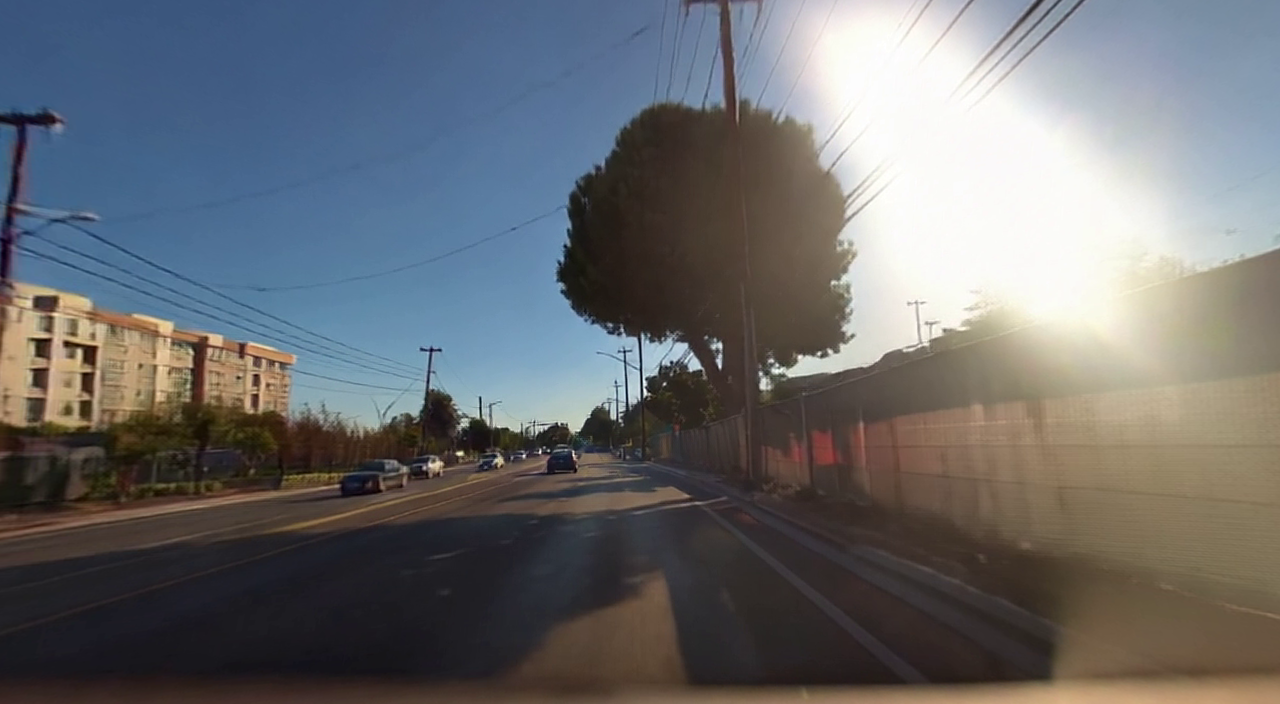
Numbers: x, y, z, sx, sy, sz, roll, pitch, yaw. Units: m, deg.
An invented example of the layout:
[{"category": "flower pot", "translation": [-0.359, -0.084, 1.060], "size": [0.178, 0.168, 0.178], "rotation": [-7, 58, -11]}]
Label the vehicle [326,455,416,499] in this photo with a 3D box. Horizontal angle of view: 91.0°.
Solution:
[{"category": "vehicle", "translation": [-10.770, 5.001, 25.596], "size": [1.911, 1.508, 4.448], "rotation": [0, -9, -3]}]

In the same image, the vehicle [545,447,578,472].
[{"category": "vehicle", "translation": [-5.139, 7.084, 41.764], "size": [1.992, 1.515, 4.289], "rotation": [0, -9, -4]}]
